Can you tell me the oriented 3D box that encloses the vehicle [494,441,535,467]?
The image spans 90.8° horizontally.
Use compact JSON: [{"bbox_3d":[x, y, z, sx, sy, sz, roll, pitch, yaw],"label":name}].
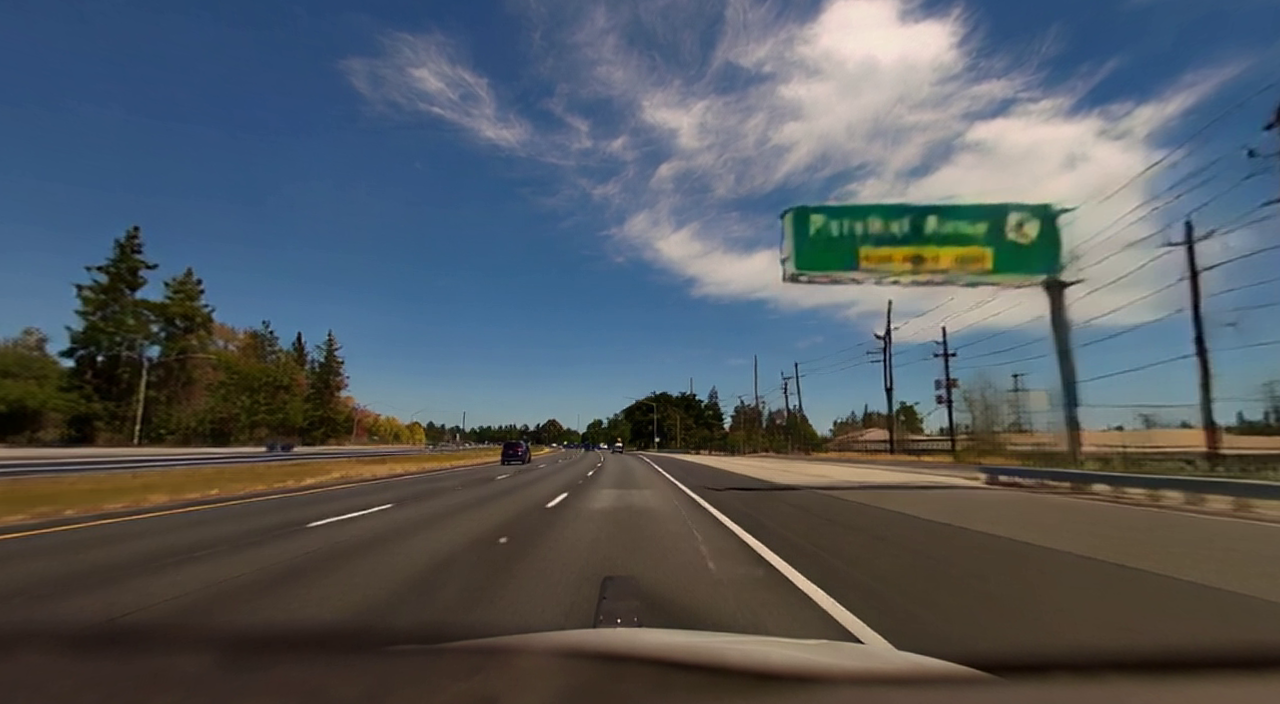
[{"bbox_3d":[-8.612,7.008,43.730,2.053,1.682,4.423,0,-8,-1],"label":"vehicle"}]
